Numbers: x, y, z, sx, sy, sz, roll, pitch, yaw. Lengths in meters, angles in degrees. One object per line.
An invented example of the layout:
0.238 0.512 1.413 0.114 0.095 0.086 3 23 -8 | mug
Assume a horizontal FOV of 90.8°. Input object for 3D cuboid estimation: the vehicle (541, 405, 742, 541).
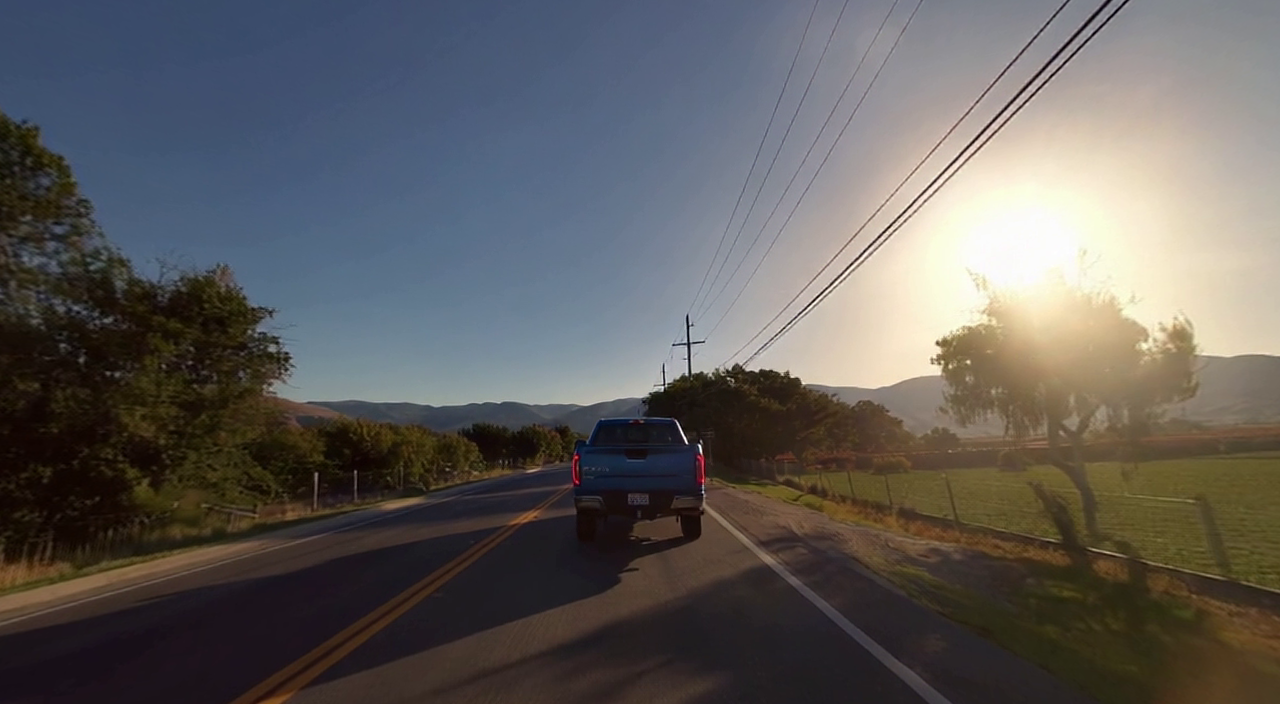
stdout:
-0.061 2.110 11.754 2.774 1.861 5.885 0 -8 -2 | vehicle
